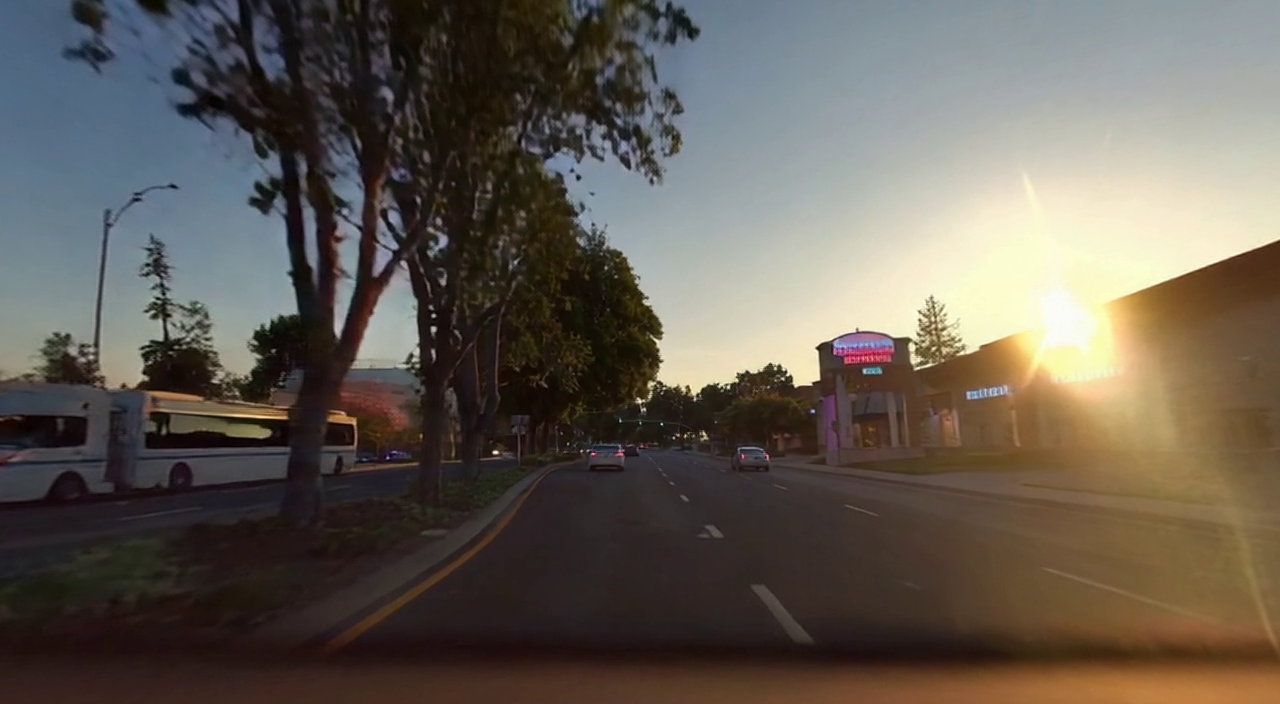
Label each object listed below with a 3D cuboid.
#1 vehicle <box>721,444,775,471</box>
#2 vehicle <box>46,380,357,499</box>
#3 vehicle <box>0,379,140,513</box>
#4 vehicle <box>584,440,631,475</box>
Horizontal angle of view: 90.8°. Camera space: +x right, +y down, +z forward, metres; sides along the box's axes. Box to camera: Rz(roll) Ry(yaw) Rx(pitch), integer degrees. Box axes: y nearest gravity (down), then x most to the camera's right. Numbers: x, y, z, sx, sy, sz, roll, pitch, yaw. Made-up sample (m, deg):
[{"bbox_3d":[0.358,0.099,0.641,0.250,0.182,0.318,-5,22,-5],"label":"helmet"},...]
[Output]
[{"bbox_3d":[6.211,6.114,36.817,2.075,1.475,4.571,0,-8,-3],"label":"vehicle"},{"bbox_3d":[-19.285,4.331,30.809,3.133,4.167,16.699,0,-8,1],"label":"vehicle"},{"bbox_3d":[-19.436,2.957,20.168,2.986,3.786,4.453,0,-8,1],"label":"vehicle"},{"bbox_3d":[-1.589,5.029,30.339,2.072,1.545,4.578,0,-8,-4],"label":"vehicle"}]
